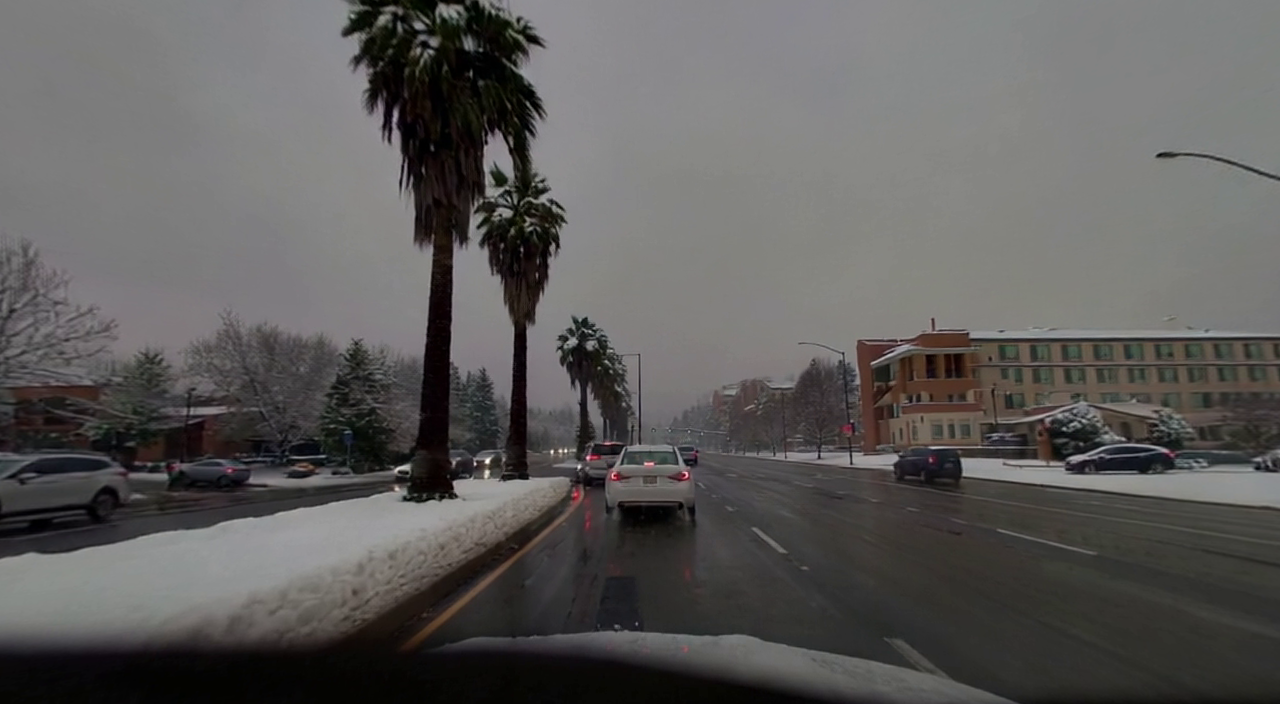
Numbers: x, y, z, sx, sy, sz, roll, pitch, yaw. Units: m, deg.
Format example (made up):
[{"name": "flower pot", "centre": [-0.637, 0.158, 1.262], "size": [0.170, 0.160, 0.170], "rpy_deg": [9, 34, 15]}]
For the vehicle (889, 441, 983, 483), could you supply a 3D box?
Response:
[{"name": "vehicle", "centre": [13.914, 5.186, 30.131], "size": [2.131, 1.832, 5.203], "rpy_deg": [0, -9, 2]}]

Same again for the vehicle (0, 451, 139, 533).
[{"name": "vehicle", "centre": [-13.726, 3.008, 13.874], "size": [1.858, 1.604, 4.331], "rpy_deg": [-1, -9, 0]}]

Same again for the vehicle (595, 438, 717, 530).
[{"name": "vehicle", "centre": [0.234, 2.493, 12.521], "size": [1.986, 1.473, 4.382], "rpy_deg": [0, -9, -1]}]

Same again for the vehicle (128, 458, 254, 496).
[{"name": "vehicle", "centre": [-18.624, 5.143, 26.284], "size": [4.071, 1.442, 1.948], "rpy_deg": [-2, -9, 13]}]

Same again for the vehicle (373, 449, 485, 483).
[{"name": "vehicle", "centre": [-9.937, 5.346, 29.849], "size": [4.585, 1.479, 2.088], "rpy_deg": [-3, -9, 18]}]
